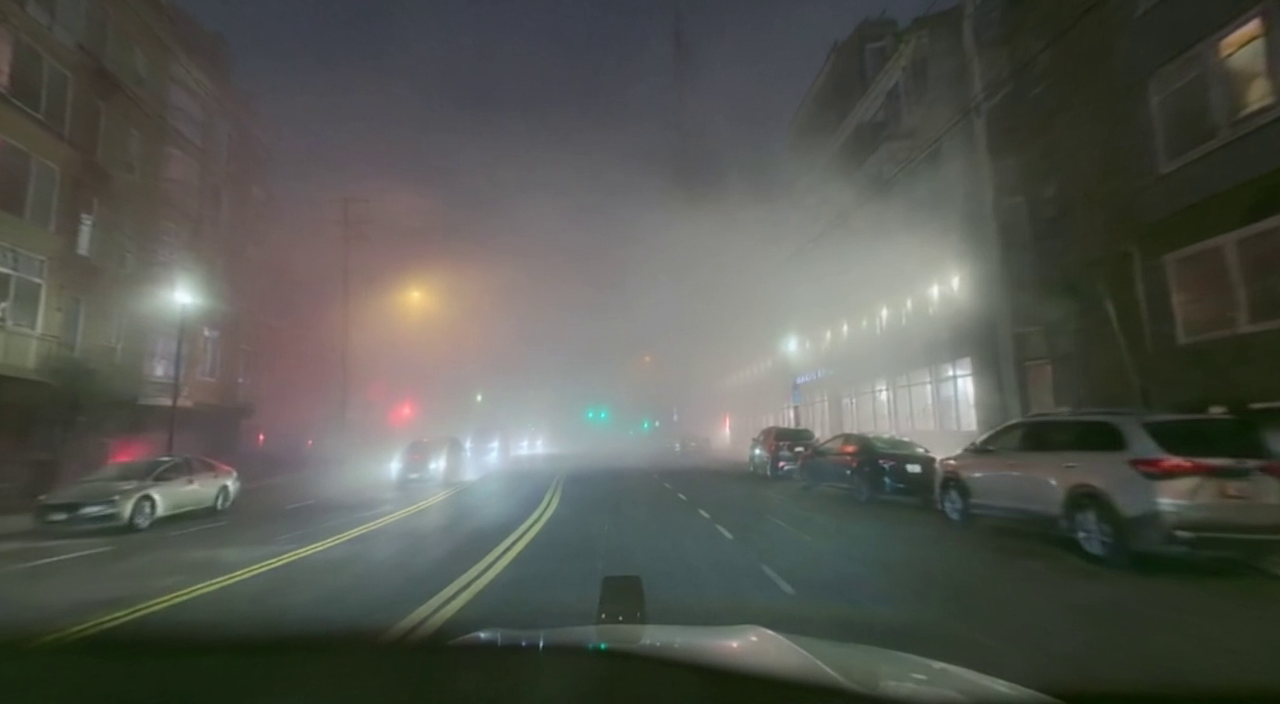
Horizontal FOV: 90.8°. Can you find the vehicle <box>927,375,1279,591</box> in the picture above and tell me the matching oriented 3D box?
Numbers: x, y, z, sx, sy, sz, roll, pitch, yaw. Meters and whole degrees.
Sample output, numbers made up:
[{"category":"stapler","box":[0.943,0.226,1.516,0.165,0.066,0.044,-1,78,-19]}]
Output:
[{"category":"vehicle","box":[5.888,1.515,8.153,1.945,1.931,4.778,0,-8,-2]}]

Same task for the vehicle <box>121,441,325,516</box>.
[{"category":"vehicle","box":[-9.672,2.923,15.226,2.012,1.514,4.450,0,-8,-3]}]

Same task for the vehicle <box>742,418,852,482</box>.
[{"category":"vehicle","box":[4.906,3.192,20.700,2.059,1.804,5.182,0,-8,-3]}]

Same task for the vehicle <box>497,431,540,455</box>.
[{"category":"vehicle","box":[-7.808,5.941,41.142,2.052,1.481,4.248,0,-8,-1]}]

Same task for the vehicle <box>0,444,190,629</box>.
[{"category":"vehicle","box":[-6.070,1.501,5.123,1.803,1.472,4.164,0,-8,-1]}]

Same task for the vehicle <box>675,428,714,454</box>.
[{"category":"vehicle","box":[3.499,5.830,41.358,1.957,1.572,4.418,0,-8,-3]}]

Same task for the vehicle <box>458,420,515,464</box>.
[{"category":"vehicle","box":[-7.430,4.436,31.107,1.937,1.944,4.640,0,-8,-4]}]

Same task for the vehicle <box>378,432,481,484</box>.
[{"category":"vehicle","box":[-6.668,3.400,20.538,2.095,1.493,4.216,0,-8,-3]}]

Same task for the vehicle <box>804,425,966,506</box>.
[{"category":"vehicle","box":[5.390,2.540,14.604,1.915,1.569,4.117,0,-8,-3]}]
